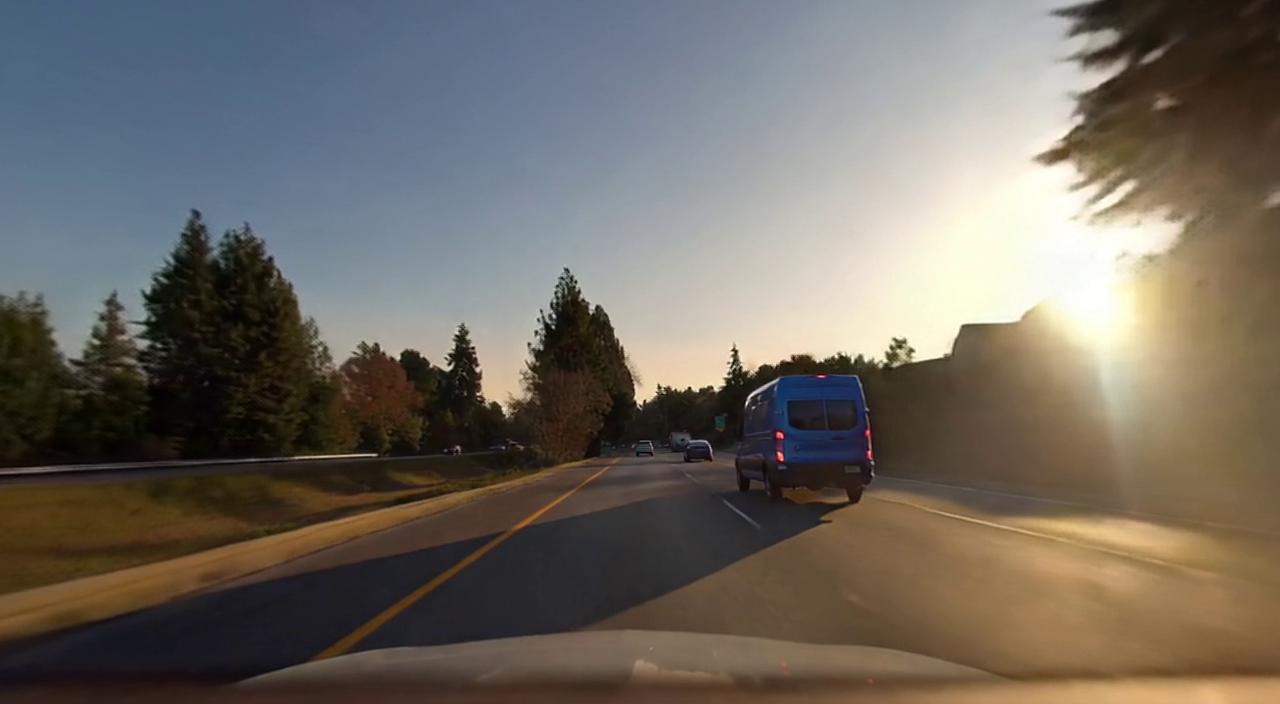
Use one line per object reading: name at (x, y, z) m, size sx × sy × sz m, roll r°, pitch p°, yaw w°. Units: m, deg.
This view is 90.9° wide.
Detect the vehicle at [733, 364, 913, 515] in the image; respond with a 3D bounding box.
vehicle at (3.684, 1.982, 14.219) m, size 2.302 × 2.670 × 5.912 m, roll 0°, pitch -8°, yaw 1°

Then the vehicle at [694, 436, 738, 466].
vehicle at (4.402, 5.858, 37.298) m, size 2.034 × 1.651 × 4.342 m, roll 0°, pitch -8°, yaw 0°
